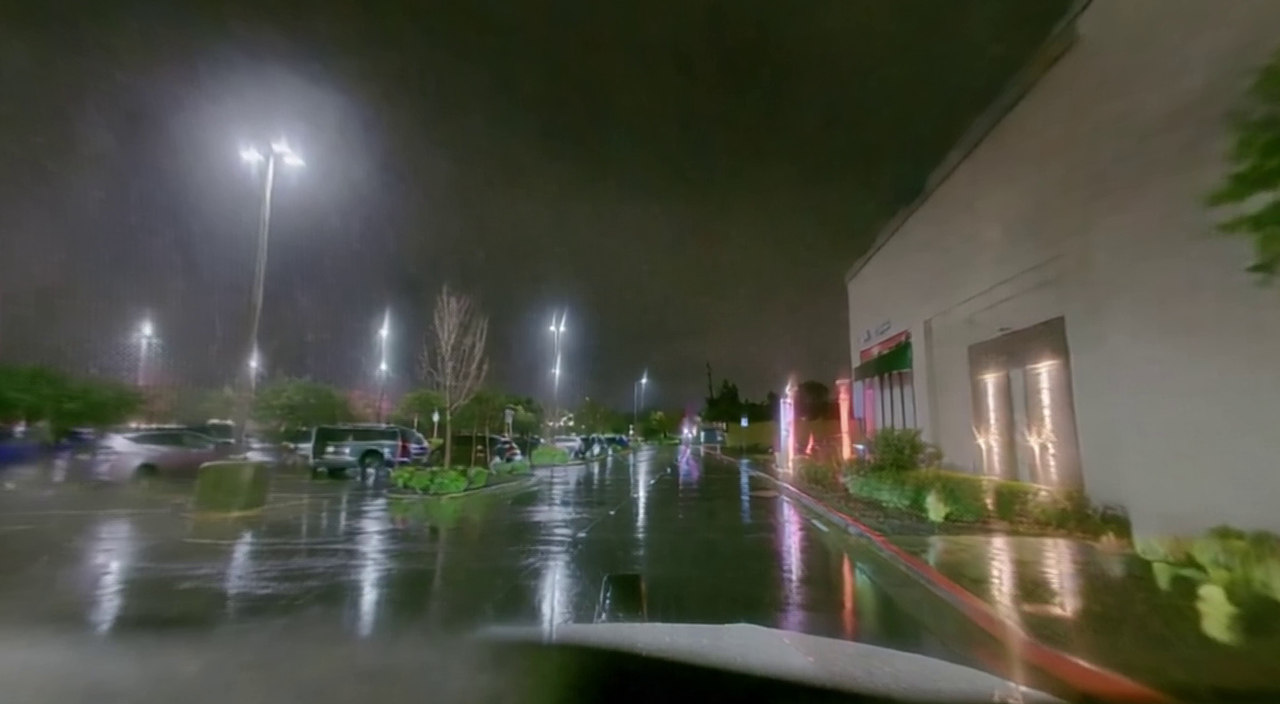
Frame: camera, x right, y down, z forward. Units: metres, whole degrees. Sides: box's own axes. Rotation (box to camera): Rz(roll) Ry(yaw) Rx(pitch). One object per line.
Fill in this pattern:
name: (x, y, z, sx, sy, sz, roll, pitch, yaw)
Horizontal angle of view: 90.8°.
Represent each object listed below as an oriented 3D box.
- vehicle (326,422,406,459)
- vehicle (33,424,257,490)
vehicle: (-15.391, 4.988, 35.815, 1.972, 1.923, 4.535, -1, -8, 8)
vehicle: (-12.408, 2.638, 16.331, 1.847, 1.443, 4.484, -1, -8, 6)
